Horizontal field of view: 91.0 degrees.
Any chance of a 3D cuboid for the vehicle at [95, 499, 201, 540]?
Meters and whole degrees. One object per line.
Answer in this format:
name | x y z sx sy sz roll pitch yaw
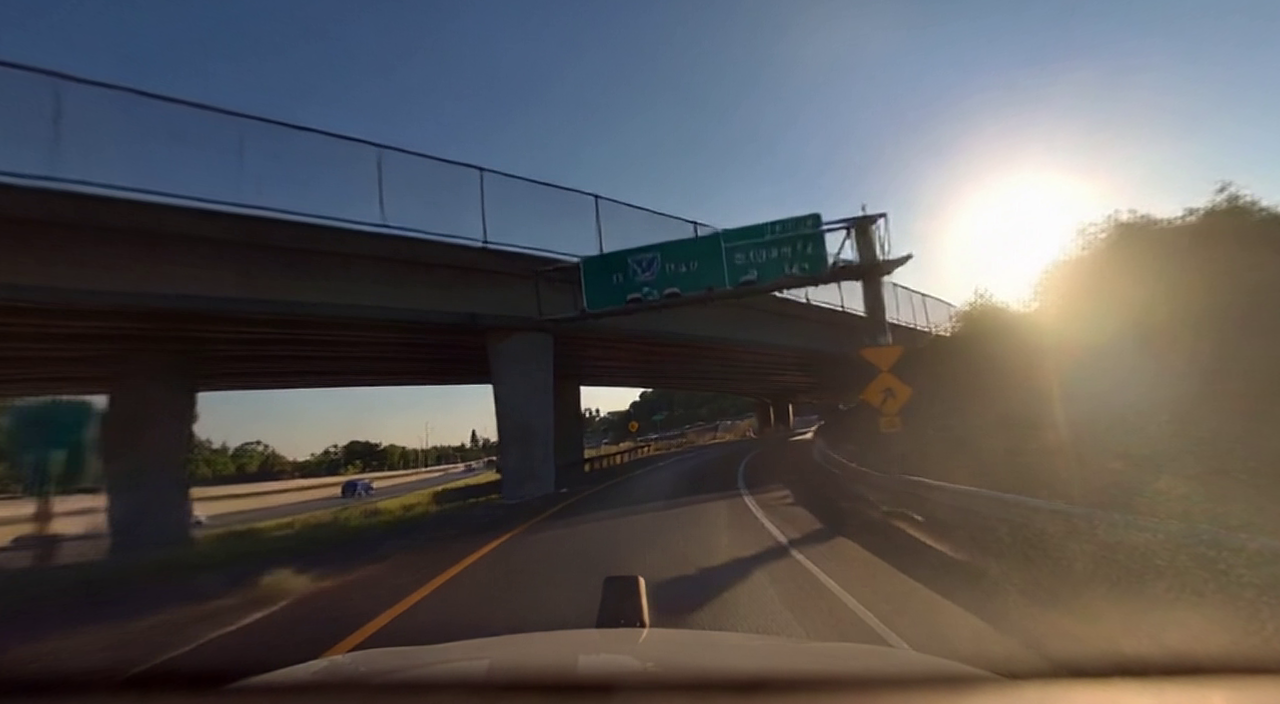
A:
vehicle | -25.551 8.688 32.958 2.045 1.513 4.795 1 -9 -7
